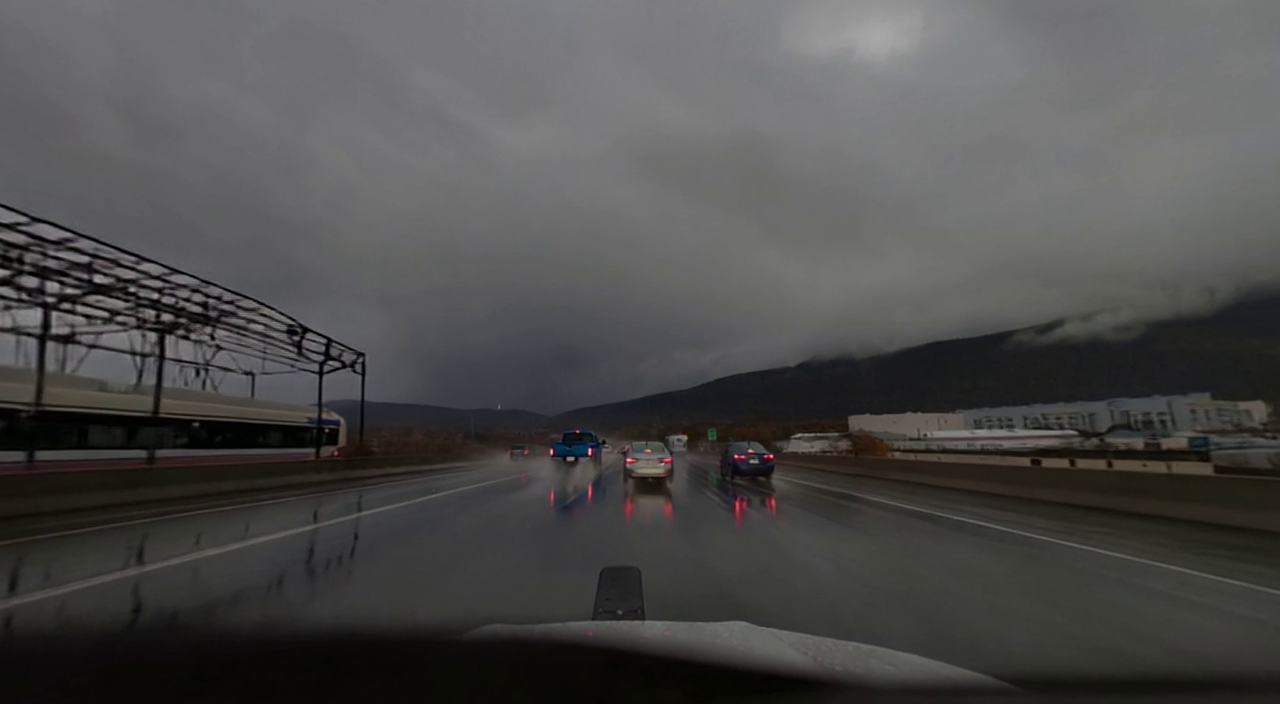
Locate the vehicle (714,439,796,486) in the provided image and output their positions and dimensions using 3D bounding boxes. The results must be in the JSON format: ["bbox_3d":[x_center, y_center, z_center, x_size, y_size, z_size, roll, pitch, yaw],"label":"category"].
[{"bbox_3d":[3.997,3.946,22.798,2.023,1.510,4.773,0,-9,-1],"label":"vehicle"}]

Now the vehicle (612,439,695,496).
[{"bbox_3d":[0.334,3.353,18.693,2.171,1.493,4.081,0,-9,0],"label":"vehicle"}]

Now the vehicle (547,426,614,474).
[{"bbox_3d":[-2.968,5.146,33.107,2.733,2.230,6.820,0,-9,1],"label":"vehicle"}]
